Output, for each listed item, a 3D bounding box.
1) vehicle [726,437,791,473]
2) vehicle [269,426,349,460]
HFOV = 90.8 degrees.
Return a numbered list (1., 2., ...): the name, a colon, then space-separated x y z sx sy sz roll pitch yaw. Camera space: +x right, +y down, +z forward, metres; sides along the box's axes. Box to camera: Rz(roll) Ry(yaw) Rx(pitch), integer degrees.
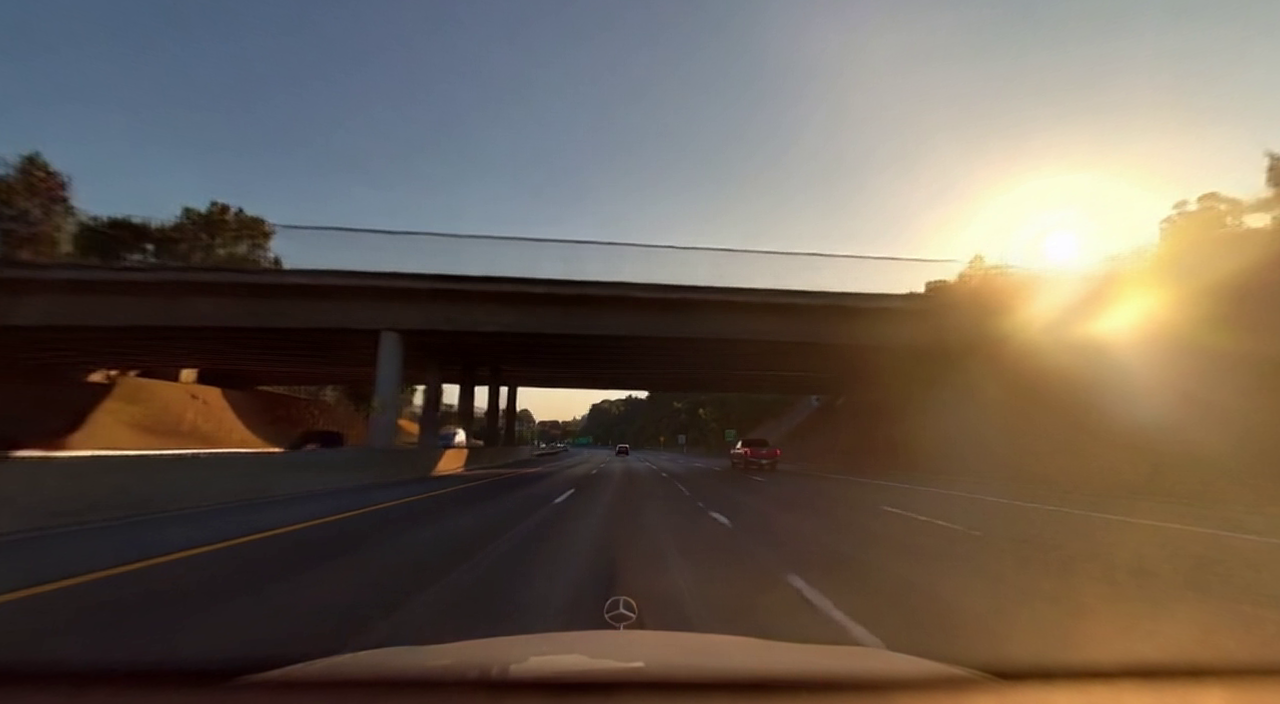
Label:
1. vehicle: 6.586 5.838 35.992 2.395 1.819 6.086 0 -9 -2
2. vehicle: -19.689 5.470 37.885 2.068 1.863 4.944 0 -9 0
